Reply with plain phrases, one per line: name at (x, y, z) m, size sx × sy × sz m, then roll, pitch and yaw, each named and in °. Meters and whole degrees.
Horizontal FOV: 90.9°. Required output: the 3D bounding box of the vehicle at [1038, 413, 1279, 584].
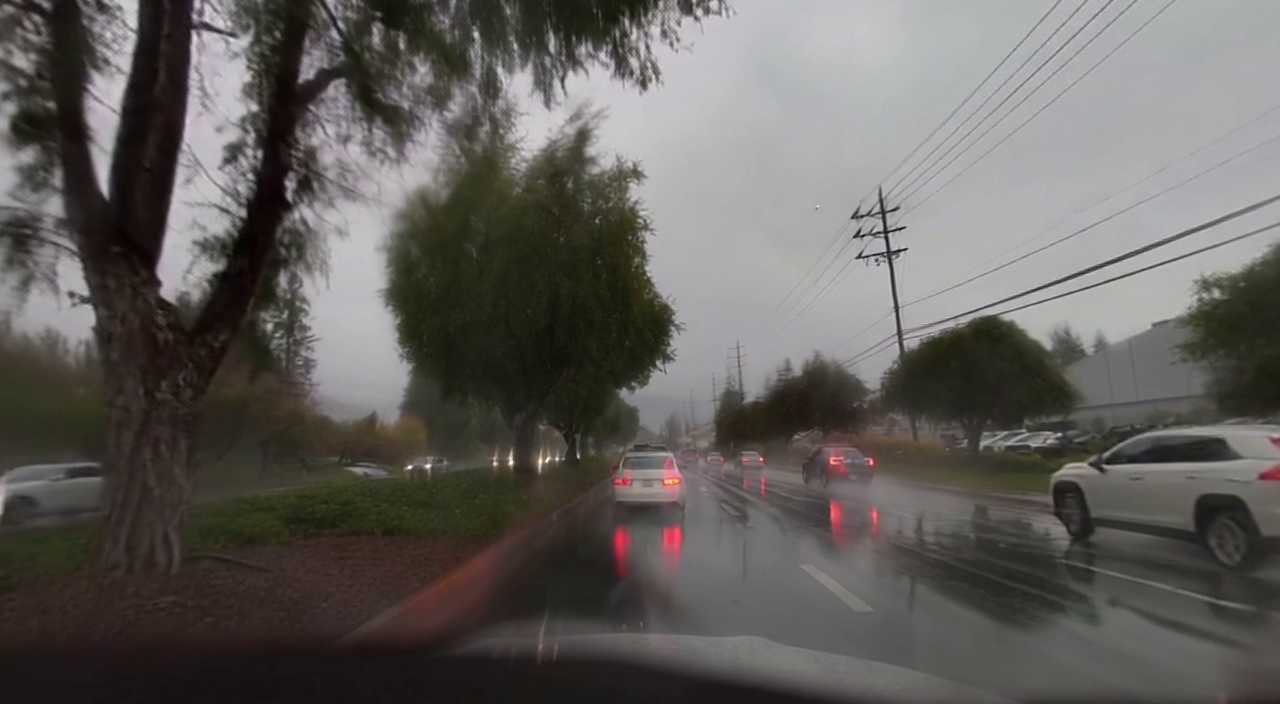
vehicle at (7.252, 1.636, 7.562) m, size 1.983 × 1.649 × 4.557 m, roll 0°, pitch -8°, yaw 1°

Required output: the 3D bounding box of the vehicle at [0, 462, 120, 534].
vehicle at (-15.063, 3.465, 15.246) m, size 1.701 × 1.494 × 3.791 m, roll 0°, pitch -8°, yaw 0°

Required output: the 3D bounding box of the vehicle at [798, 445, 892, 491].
vehicle at (7.246, 4.126, 22.858) m, size 1.850 × 1.480 × 4.474 m, roll 0°, pitch -8°, yaw -1°

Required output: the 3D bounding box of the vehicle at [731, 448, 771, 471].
vehicle at (7.734, 7.508, 44.273) m, size 1.899 × 1.458 × 4.499 m, roll 0°, pitch -8°, yaw -1°

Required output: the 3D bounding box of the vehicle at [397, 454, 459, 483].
vehicle at (-12.088, 6.636, 36.316) m, size 1.942 × 1.481 × 4.621 m, roll 0°, pitch -8°, yaw 1°

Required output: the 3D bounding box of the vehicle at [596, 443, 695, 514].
vehicle at (0.134, 2.997, 15.470) m, size 2.108 × 1.479 × 3.935 m, roll 0°, pitch -8°, yaw 0°
